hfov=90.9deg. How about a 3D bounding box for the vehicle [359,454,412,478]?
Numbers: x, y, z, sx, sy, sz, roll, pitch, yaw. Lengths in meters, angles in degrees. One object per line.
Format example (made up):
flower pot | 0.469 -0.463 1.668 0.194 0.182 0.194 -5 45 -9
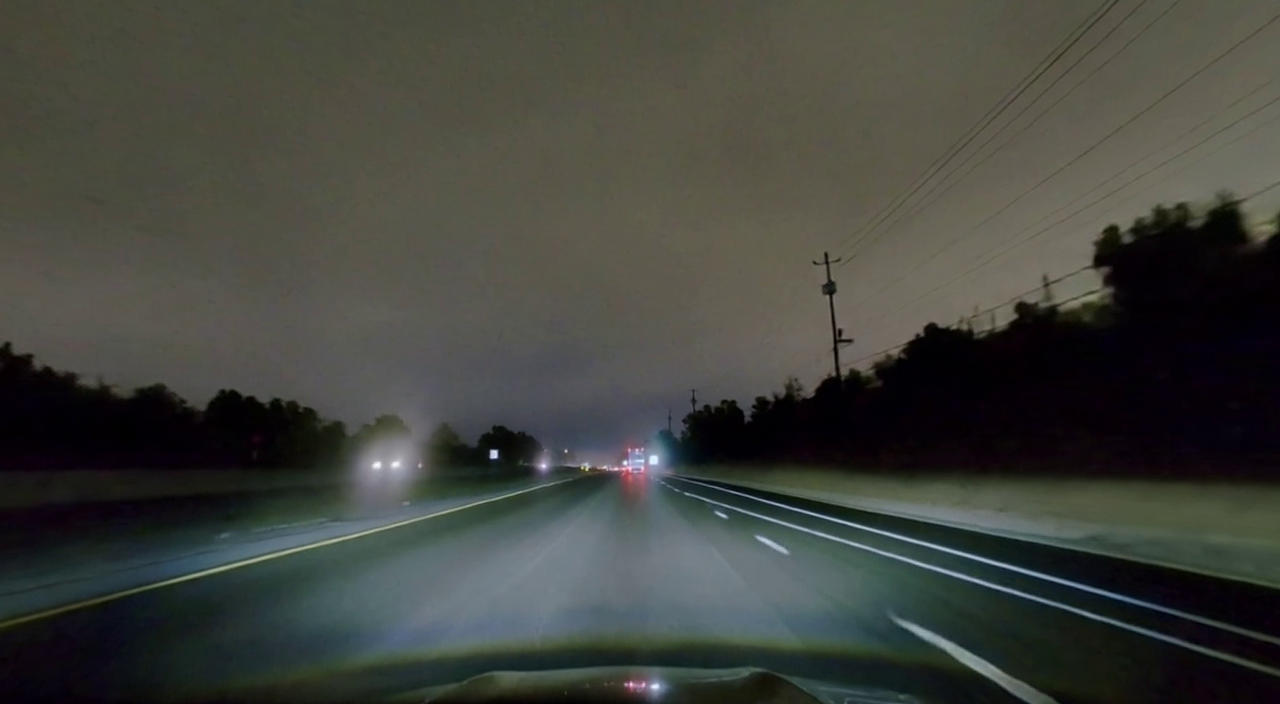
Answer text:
vehicle | -16.660 7.510 41.459 1.859 1.483 3.979 1 -11 -1
